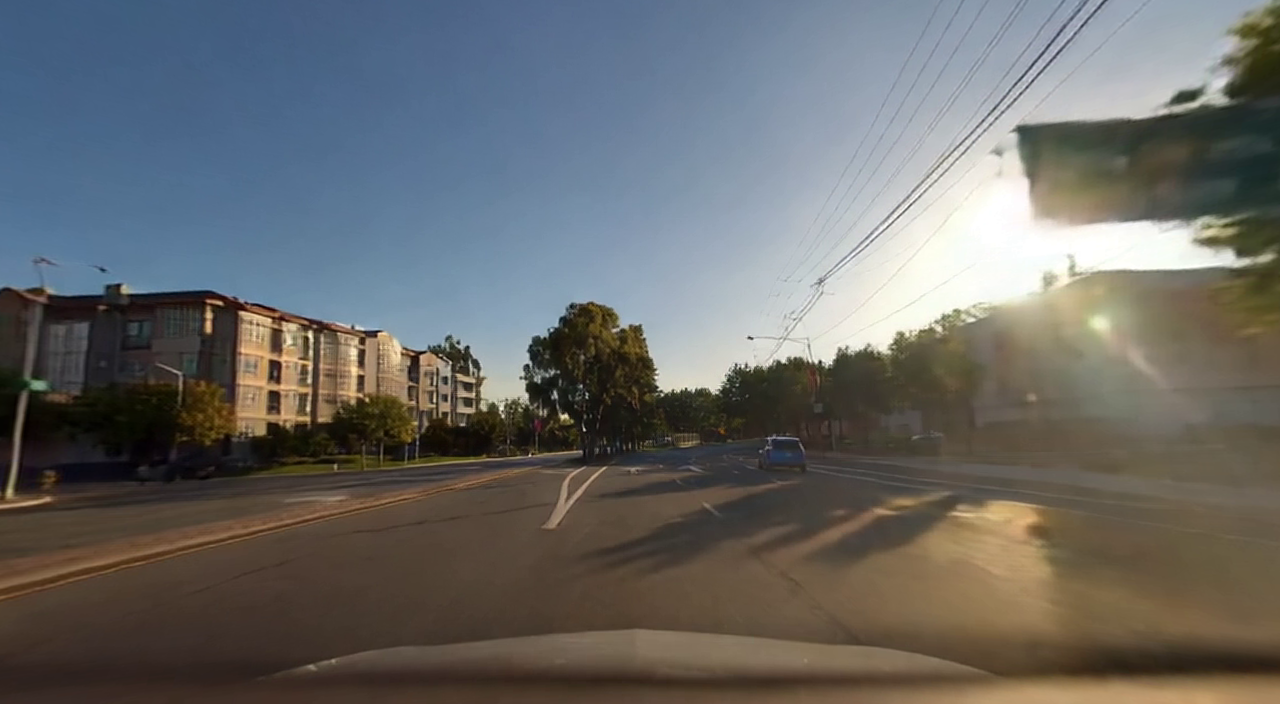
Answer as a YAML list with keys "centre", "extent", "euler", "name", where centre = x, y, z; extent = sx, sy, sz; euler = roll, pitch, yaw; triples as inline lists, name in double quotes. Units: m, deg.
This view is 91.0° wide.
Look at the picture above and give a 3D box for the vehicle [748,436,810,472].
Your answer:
- centre: [6.108, 4.533, 28.149]
  extent: [1.908, 1.476, 3.880]
  euler: [-1, -9, 1]
  name: "vehicle"
